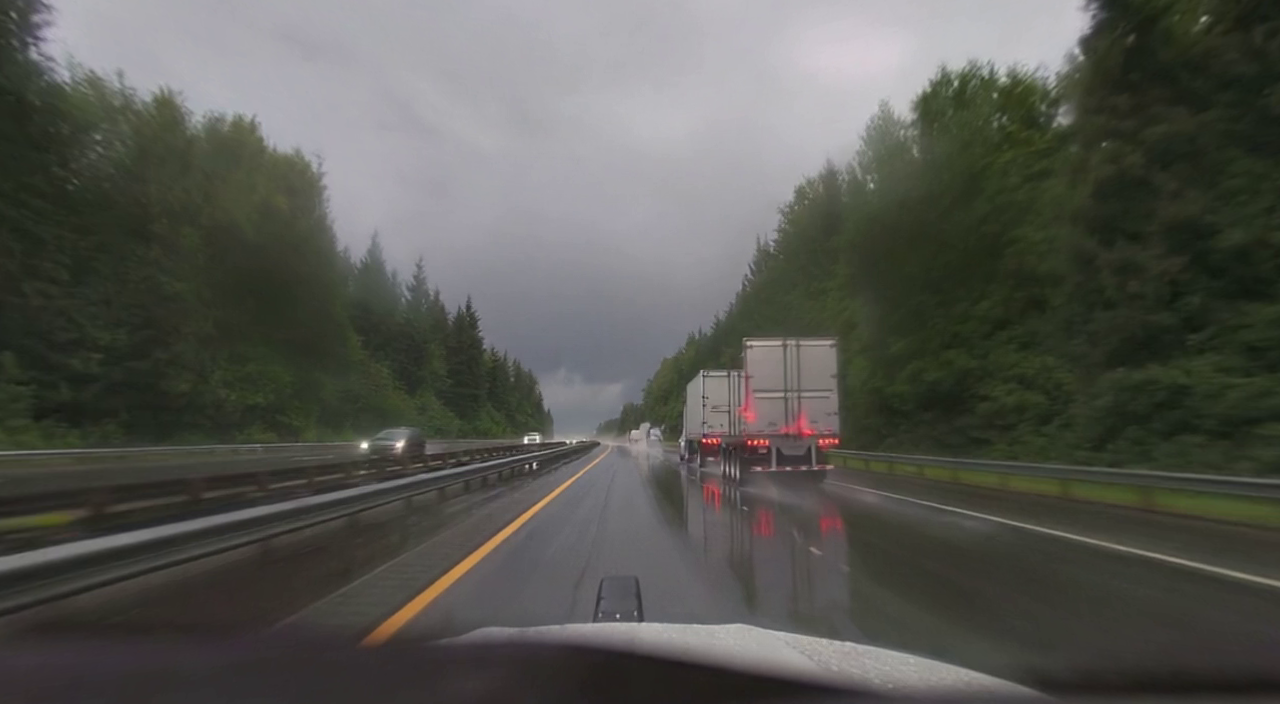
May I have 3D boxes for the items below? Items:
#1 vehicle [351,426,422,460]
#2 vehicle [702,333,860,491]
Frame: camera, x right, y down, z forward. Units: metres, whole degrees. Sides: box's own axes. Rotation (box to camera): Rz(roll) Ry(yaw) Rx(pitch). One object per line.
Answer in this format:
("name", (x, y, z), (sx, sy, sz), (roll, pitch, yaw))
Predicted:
("vehicle", (-12.592, 4.543, 31.591), (1.881, 1.542, 4.065), (0, -8, -1))
("vehicle", (3.959, 2.058, 20.212), (2.861, 3.991, 8.583), (0, -8, -1))
